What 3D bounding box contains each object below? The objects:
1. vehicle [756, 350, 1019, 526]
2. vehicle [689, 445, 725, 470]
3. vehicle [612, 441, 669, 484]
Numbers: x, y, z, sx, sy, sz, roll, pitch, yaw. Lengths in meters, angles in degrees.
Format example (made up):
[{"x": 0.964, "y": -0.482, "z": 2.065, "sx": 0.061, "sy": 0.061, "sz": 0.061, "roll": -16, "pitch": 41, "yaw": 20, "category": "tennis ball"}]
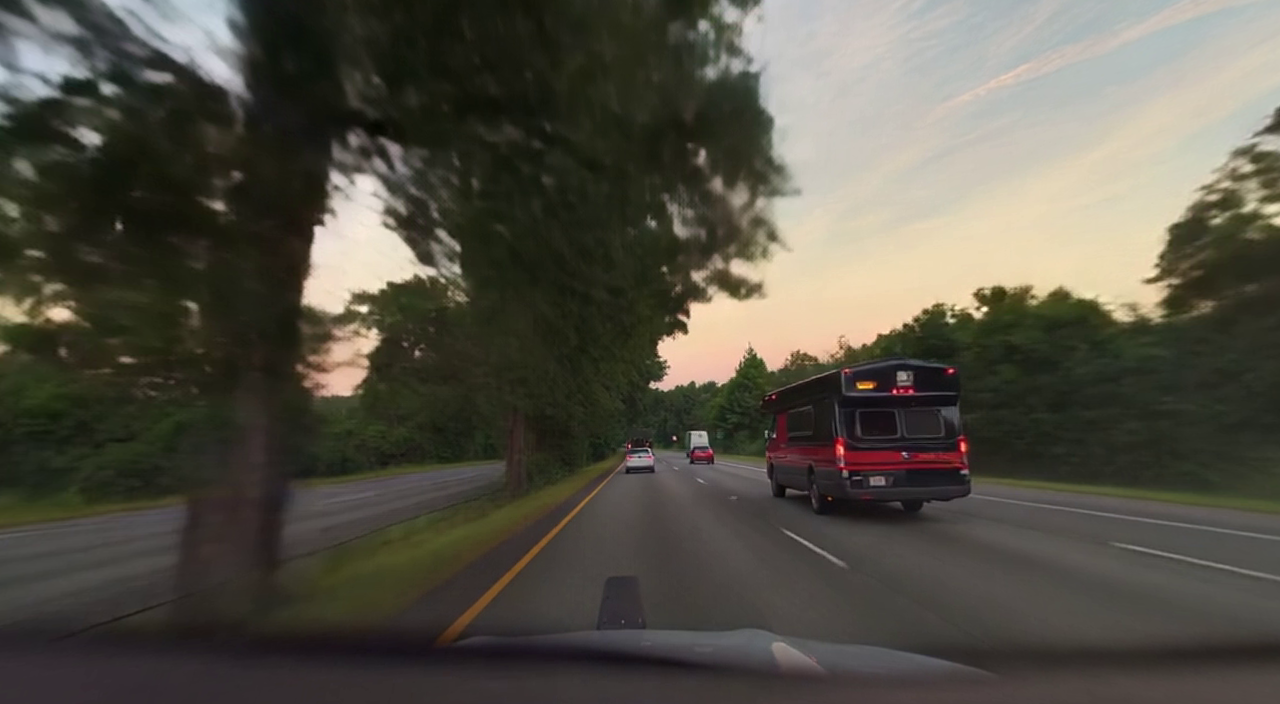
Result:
[{"x": 4.621, "y": 1.907, "z": 13.719, "sx": 2.745, "sy": 2.832, "sz": 7.035, "roll": 0, "pitch": -9, "yaw": -1, "category": "vehicle"}, {"x": 4.079, "y": 6.437, "z": 38.677, "sx": 1.757, "sy": 1.459, "sz": 3.398, "roll": 0, "pitch": -9, "yaw": -1, "category": "vehicle"}, {"x": -0.003, "y": 4.438, "z": 25.542, "sx": 2.120, "sy": 1.575, "sz": 4.018, "roll": 0, "pitch": -9, "yaw": -1, "category": "vehicle"}]
